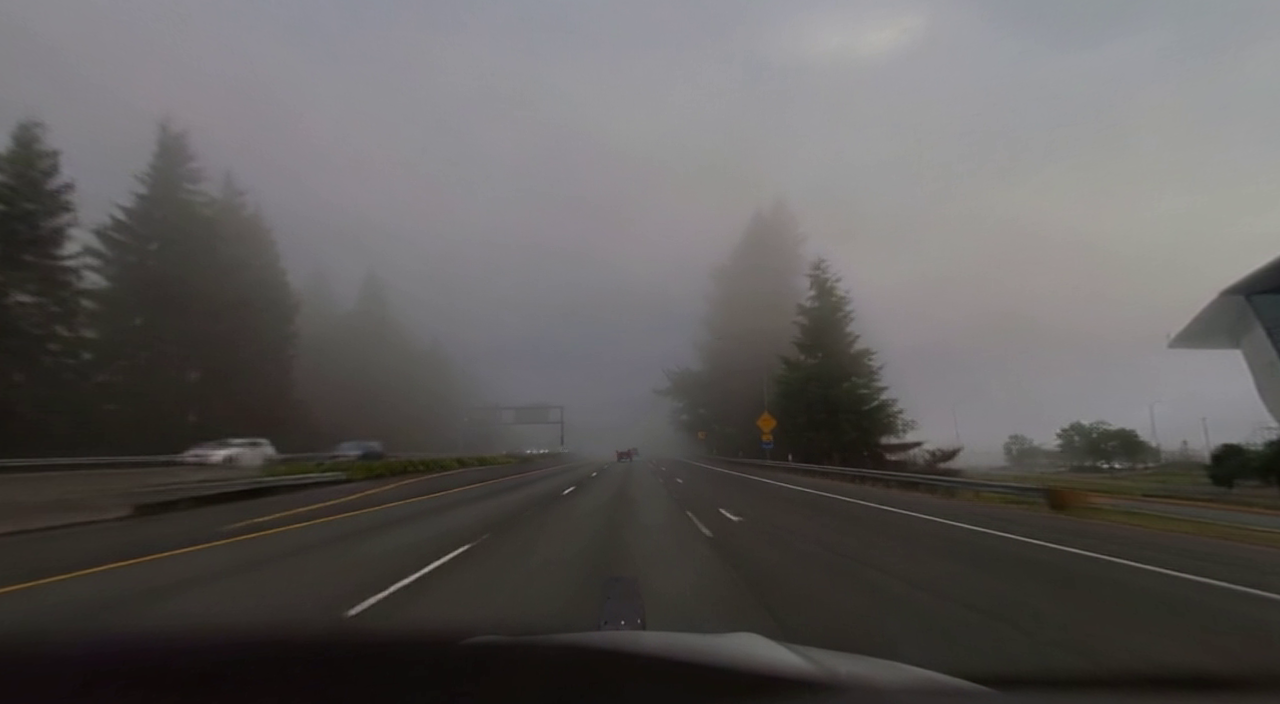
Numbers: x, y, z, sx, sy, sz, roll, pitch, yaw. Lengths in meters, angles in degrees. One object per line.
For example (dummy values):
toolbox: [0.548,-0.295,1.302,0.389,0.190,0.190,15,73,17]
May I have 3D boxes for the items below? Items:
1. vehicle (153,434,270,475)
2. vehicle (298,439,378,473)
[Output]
vehicle: [-18.749,4.518,27.866,2.147,1.616,4.226,0,-9,0]
vehicle: [-14.425,4.993,30.388,1.901,1.462,3.936,0,-9,0]
